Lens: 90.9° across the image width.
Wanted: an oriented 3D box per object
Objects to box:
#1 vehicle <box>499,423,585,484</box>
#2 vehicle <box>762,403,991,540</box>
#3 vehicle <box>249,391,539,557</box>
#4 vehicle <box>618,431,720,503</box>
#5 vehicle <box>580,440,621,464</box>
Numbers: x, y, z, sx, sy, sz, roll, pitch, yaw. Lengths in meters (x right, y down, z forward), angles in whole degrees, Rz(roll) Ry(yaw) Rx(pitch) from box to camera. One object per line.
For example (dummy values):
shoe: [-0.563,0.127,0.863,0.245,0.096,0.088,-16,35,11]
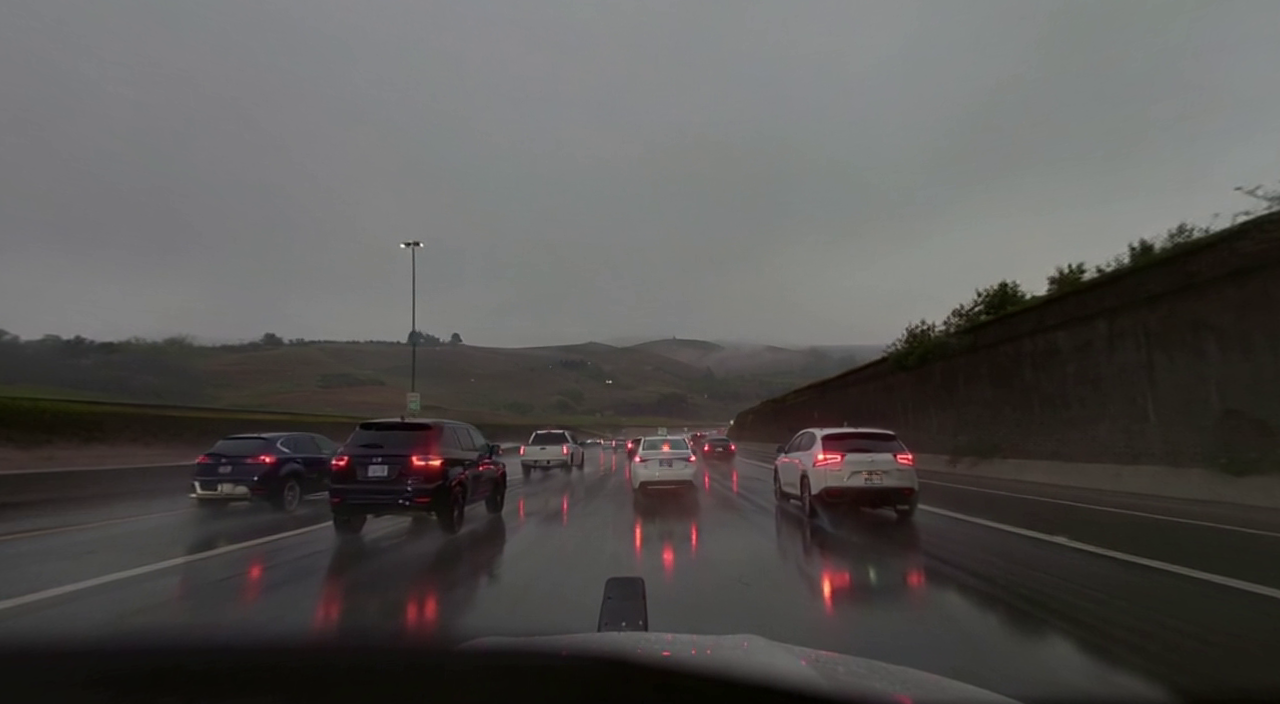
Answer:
vehicle: [-3.148,3.391,21.329,1.997,1.806,5.002,0,-8,1]
vehicle: [3.493,1.868,10.466,2.046,1.765,4.534,0,-8,0]
vehicle: [-3.293,1.797,10.056,2.301,1.902,5.374,0,-8,2]
vehicle: [0.638,2.703,15.269,2.105,1.471,4.349,0,-8,1]
vehicle: [-2.337,6.021,38.249,1.973,1.378,3.677,-1,-8,4]
